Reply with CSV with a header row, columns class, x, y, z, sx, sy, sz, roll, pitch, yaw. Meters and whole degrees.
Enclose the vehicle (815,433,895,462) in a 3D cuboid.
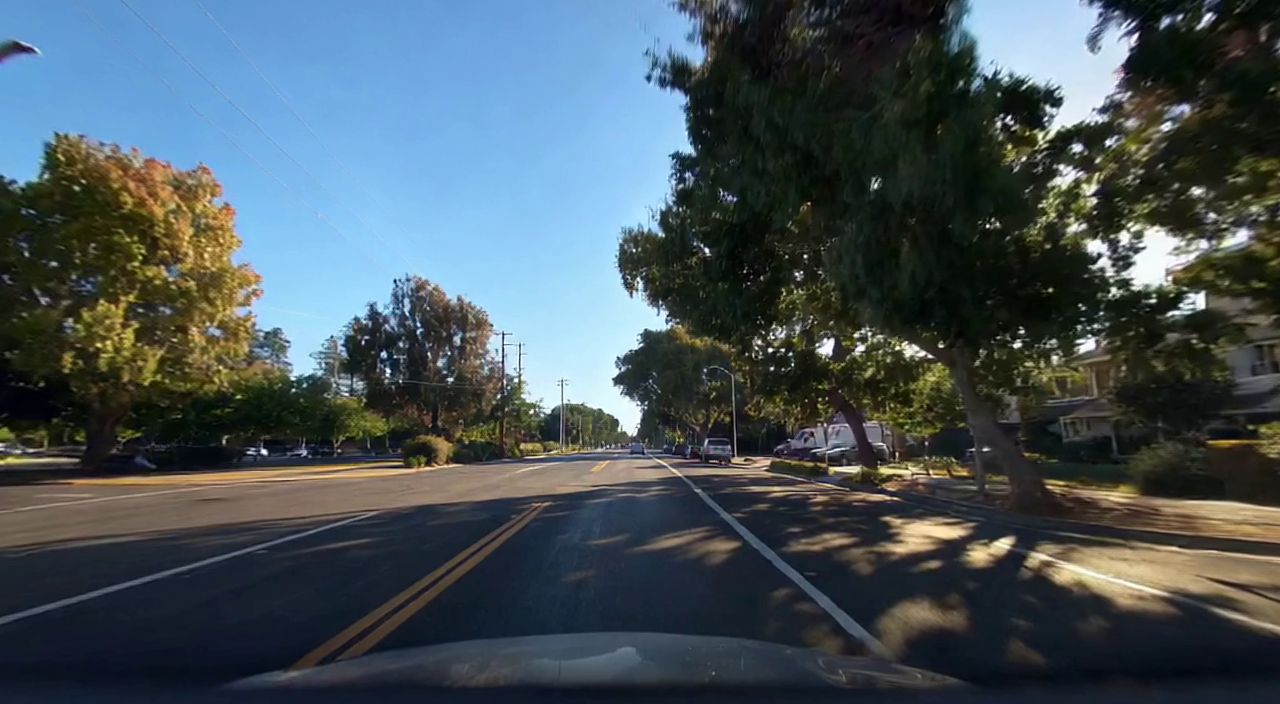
class,x,y,z,sx,sy,sz,roll,pitch,yaw
vehicle,14.352,6.424,42.359,4.637,1.842,2.016,0,-9,2
